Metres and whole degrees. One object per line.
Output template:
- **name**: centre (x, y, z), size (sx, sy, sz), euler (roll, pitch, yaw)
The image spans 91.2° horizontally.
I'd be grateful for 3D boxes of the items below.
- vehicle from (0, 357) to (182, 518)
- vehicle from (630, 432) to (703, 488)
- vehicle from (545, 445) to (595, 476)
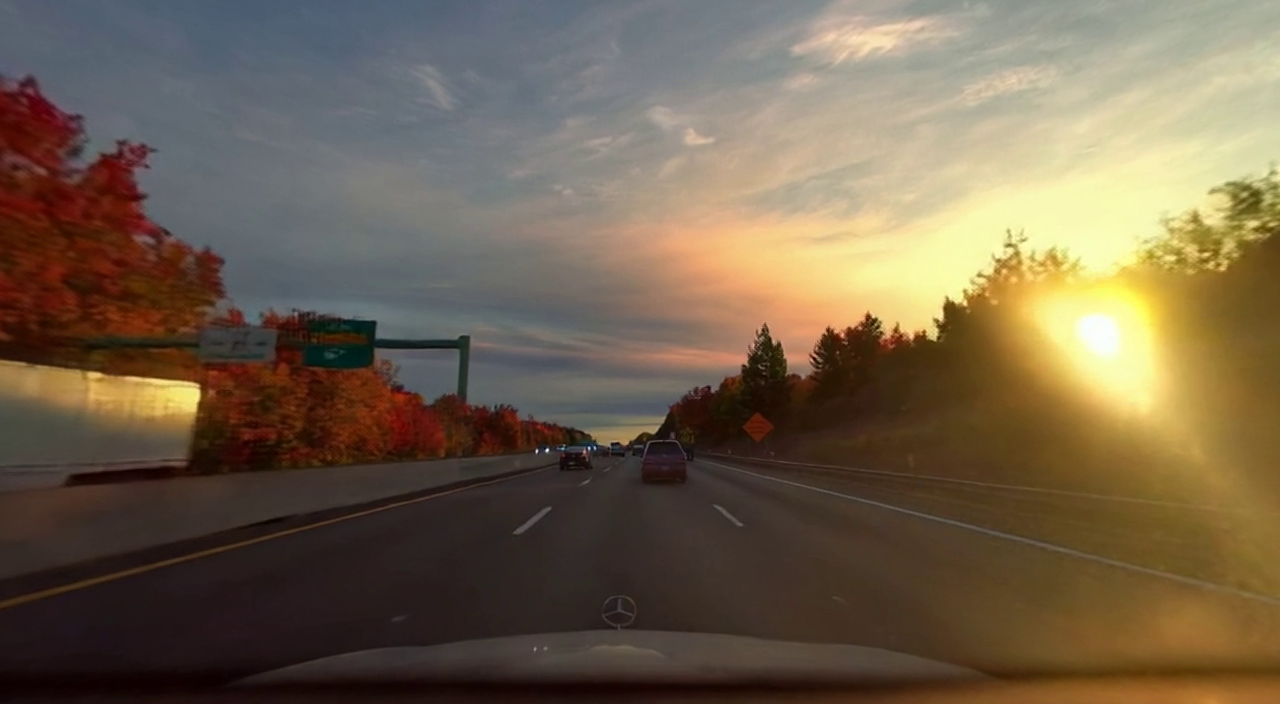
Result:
- **vehicle**: centre (-17.446, 1.990, 14.625), size (2.907, 3.969, 14.102), euler (0, -9, 0)
- **vehicle**: centre (0.805, 3.686, 21.626), size (2.250, 1.718, 4.358), euler (0, -9, 0)
- **vehicle**: centre (-3.417, 5.423, 31.432), size (2.037, 1.418, 3.793), euler (0, -9, 1)
